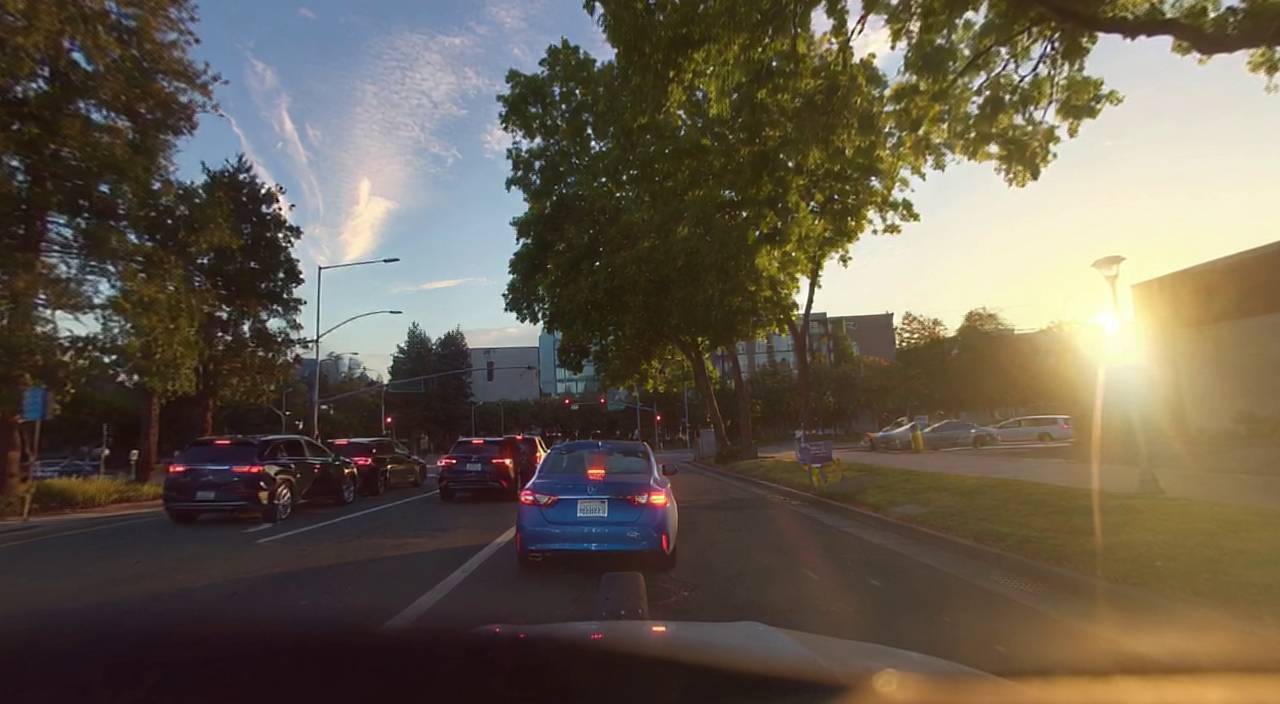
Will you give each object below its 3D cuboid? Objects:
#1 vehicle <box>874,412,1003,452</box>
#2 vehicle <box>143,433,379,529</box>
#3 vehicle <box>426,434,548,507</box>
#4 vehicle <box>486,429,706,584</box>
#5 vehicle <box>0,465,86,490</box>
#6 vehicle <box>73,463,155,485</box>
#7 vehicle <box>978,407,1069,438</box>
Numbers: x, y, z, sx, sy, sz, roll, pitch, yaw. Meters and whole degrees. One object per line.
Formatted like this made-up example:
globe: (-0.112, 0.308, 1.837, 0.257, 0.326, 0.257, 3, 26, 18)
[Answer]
vehicle: (13.928, 3.792, 29.711, 4.975, 1.809, 1.956, -1, -9, 1)
vehicle: (-7.277, 2.497, 12.821, 2.096, 1.593, 4.288, 0, -9, 1)
vehicle: (-3.622, 2.886, 15.772, 1.969, 1.570, 4.019, 0, -9, 1)
vehicle: (-0.415, 1.791, 8.118, 2.104, 1.472, 3.946, 0, -9, 0)
vehicle: (-36.638, 7.622, 38.441, 4.093, 1.440, 1.804, 0, -9, -1)
vehicle: (-36.385, 8.444, 43.759, 3.918, 1.423, 1.861, 0, -9, 0)
vehicle: (27.382, 5.062, 45.235, 5.333, 1.880, 2.130, -8, -9, 31)
